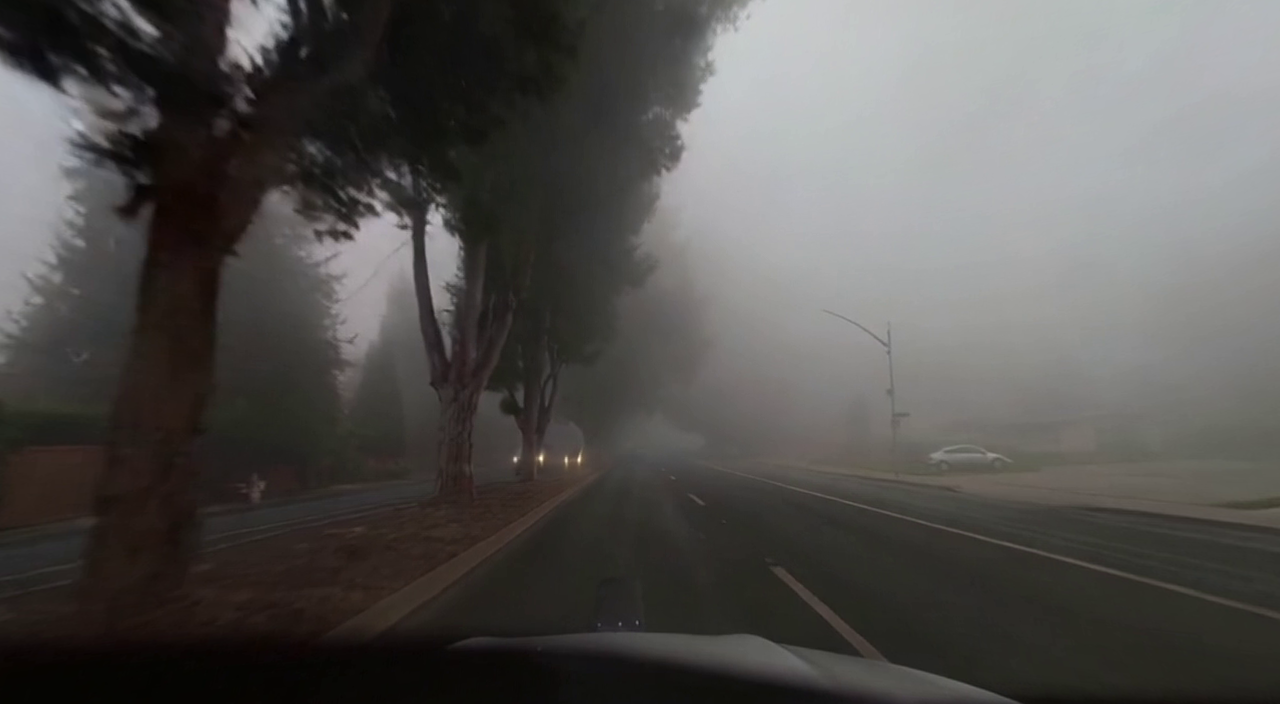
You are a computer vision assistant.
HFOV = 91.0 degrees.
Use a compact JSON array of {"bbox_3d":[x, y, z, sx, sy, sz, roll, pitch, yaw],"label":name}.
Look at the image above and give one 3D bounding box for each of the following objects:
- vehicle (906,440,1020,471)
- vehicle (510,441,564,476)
[{"bbox_3d":[15.600,5.007,30.557,4.500,1.390,1.864,0,-8,-2],"label":"vehicle"},{"bbox_3d":[-5.750,5.988,35.800,2.071,1.823,4.799,0,-9,2],"label":"vehicle"}]
